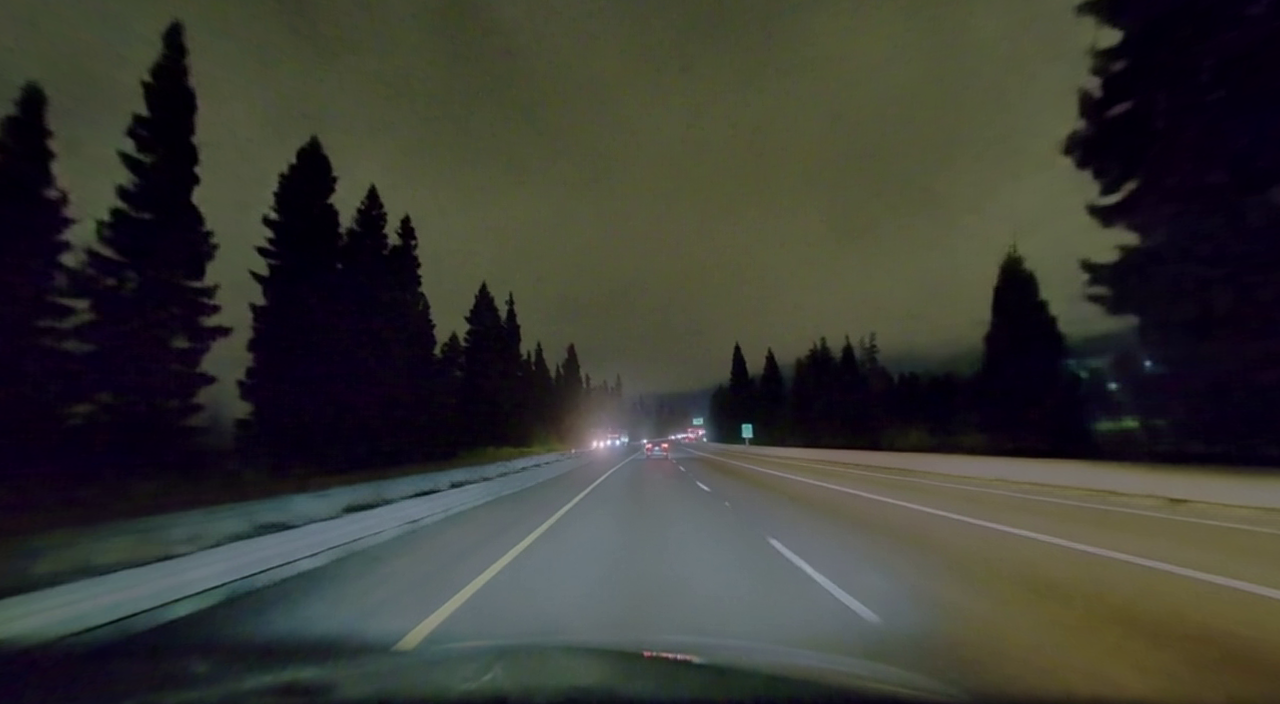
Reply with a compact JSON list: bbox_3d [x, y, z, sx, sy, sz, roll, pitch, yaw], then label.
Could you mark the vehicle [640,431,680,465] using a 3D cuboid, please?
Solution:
[{"bbox_3d":[1.224,5.930,38.922,2.301,1.944,4.554,0,-8,2],"label":"vehicle"}]
